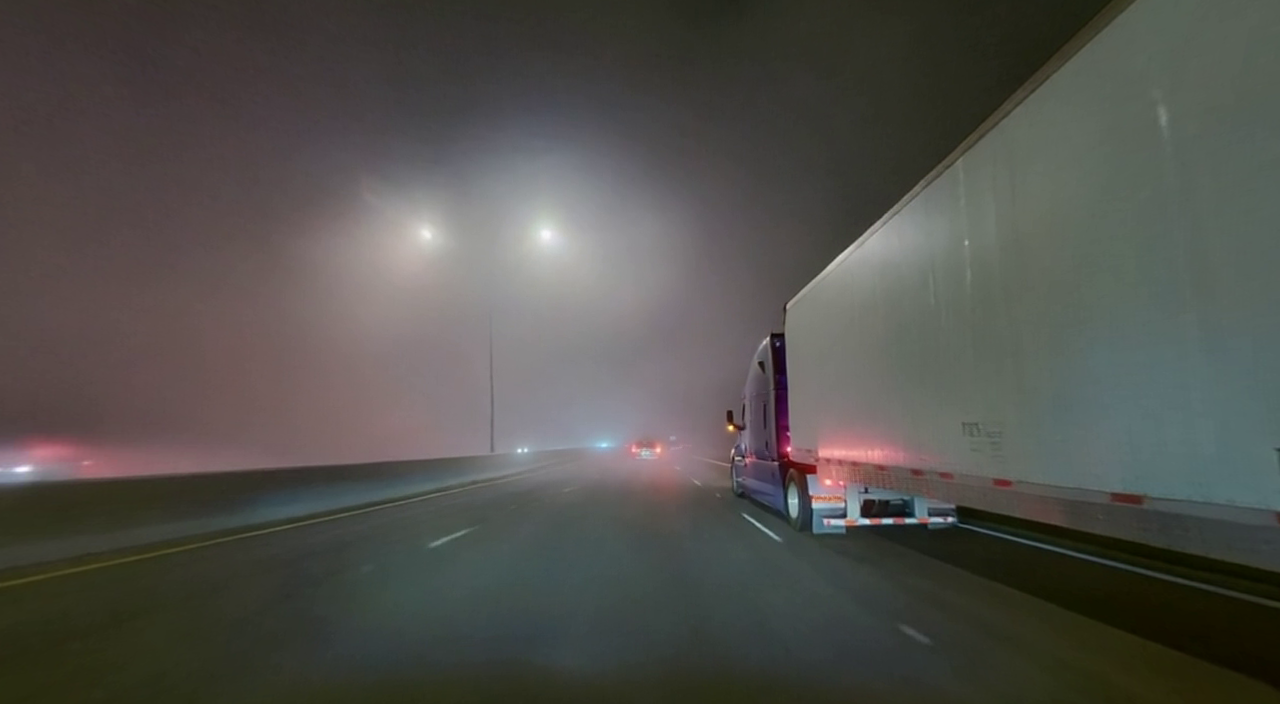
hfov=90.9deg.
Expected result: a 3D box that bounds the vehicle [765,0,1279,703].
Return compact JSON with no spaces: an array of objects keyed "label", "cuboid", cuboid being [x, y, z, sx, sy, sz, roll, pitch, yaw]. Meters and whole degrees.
[{"label":"vehicle","cuboid":[3.932,-0.020,4.806,3.019,4.145,16.453,-1,-8,1]}]

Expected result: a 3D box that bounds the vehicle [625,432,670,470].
[{"label":"vehicle","cuboid":[0.404,5.269,33.685,2.205,1.860,4.301,-1,-9,1]}]

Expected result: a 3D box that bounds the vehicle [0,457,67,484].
[{"label":"vehicle","cuboid":[-43.921,8.308,44.129,2.008,1.720,5.411,-2,-9,9]}]
